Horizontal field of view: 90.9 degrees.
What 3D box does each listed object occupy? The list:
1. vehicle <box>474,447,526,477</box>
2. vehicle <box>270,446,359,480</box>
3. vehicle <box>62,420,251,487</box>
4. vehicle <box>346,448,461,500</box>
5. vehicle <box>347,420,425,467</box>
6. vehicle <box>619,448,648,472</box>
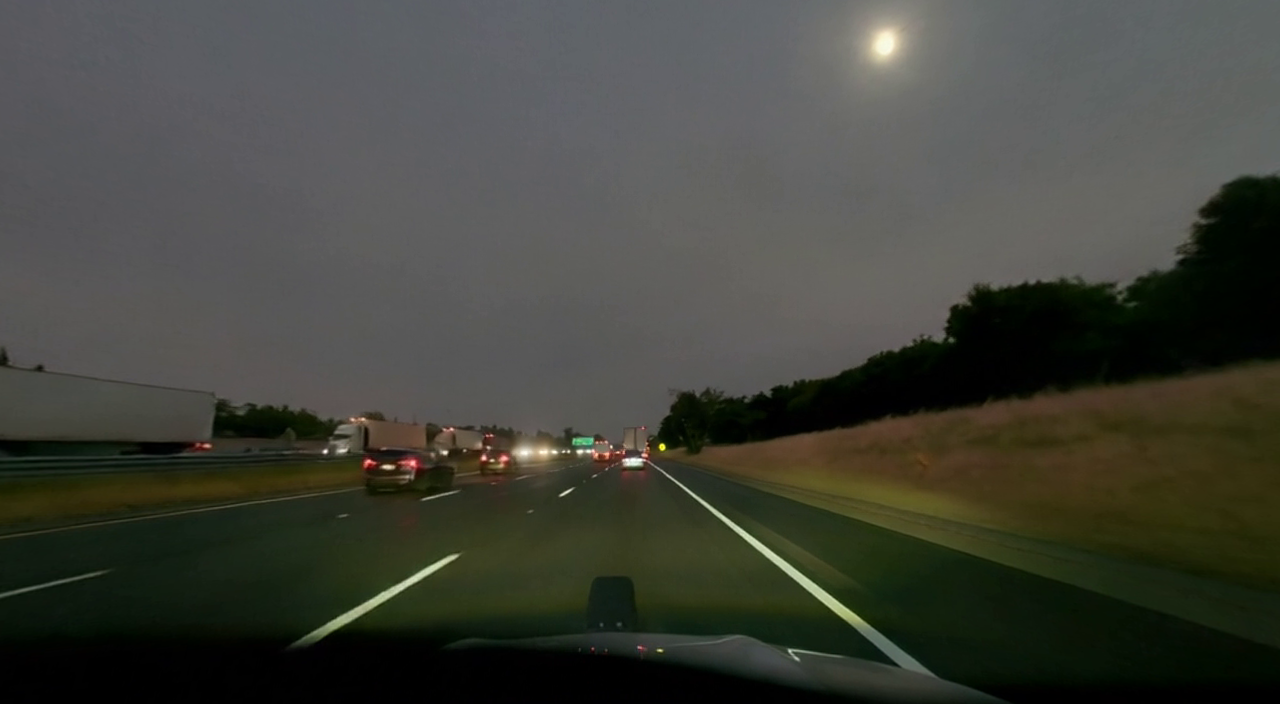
[{"bbox_3d":[-8.054,6.345,36.641,2.004,1.629,4.506,0,-9,0],"label":"vehicle"},{"bbox_3d":[-14.755,5.046,28.846,1.927,1.393,4.071,0,-9,-1],"label":"vehicle"},{"bbox_3d":[-14.890,3.194,19.879,2.153,1.828,4.818,0,-9,-1],"label":"vehicle"},{"bbox_3d":[-7.341,3.799,20.109,1.895,1.446,4.456,0,-9,0],"label":"vehicle"},{"bbox_3d":[-19.833,7.250,49.858,2.935,3.383,7.992,0,-9,-1],"label":"vehicle"},{"bbox_3d":[-0.461,7.943,46.376,2.009,1.657,3.962,0,-9,0],"label":"vehicle"}]
